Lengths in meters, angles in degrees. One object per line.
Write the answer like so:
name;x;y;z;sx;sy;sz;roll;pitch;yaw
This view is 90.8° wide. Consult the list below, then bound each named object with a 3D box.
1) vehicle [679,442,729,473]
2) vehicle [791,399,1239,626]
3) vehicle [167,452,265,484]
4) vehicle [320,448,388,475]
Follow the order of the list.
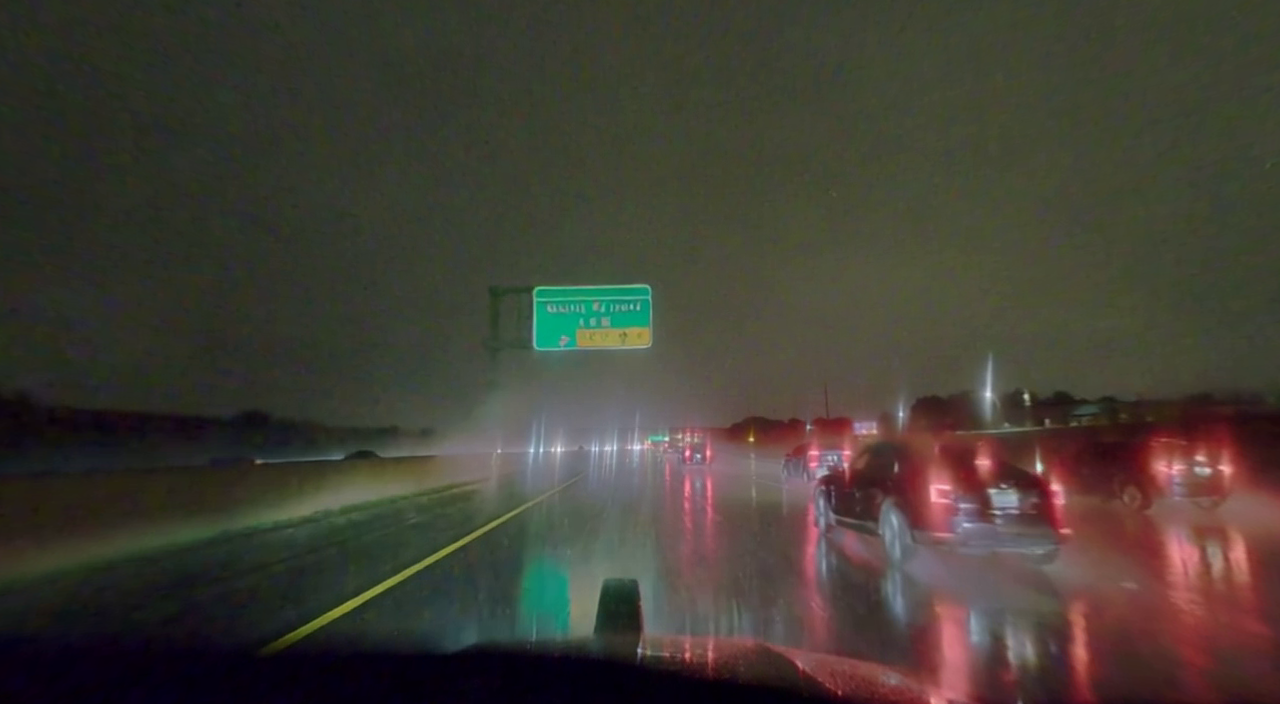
vehicle;3.190;5.395;32.511;2.038;1.477;4.313;0;-9;-1
vehicle;3.242;1.486;6.876;1.977;1.601;4.598;0;-9;-1
vehicle;-22.002;6.023;33.078;1.931;1.483;4.605;0;-9;0
vehicle;-15.059;5.771;33.512;1.861;1.296;3.759;0;-8;0
